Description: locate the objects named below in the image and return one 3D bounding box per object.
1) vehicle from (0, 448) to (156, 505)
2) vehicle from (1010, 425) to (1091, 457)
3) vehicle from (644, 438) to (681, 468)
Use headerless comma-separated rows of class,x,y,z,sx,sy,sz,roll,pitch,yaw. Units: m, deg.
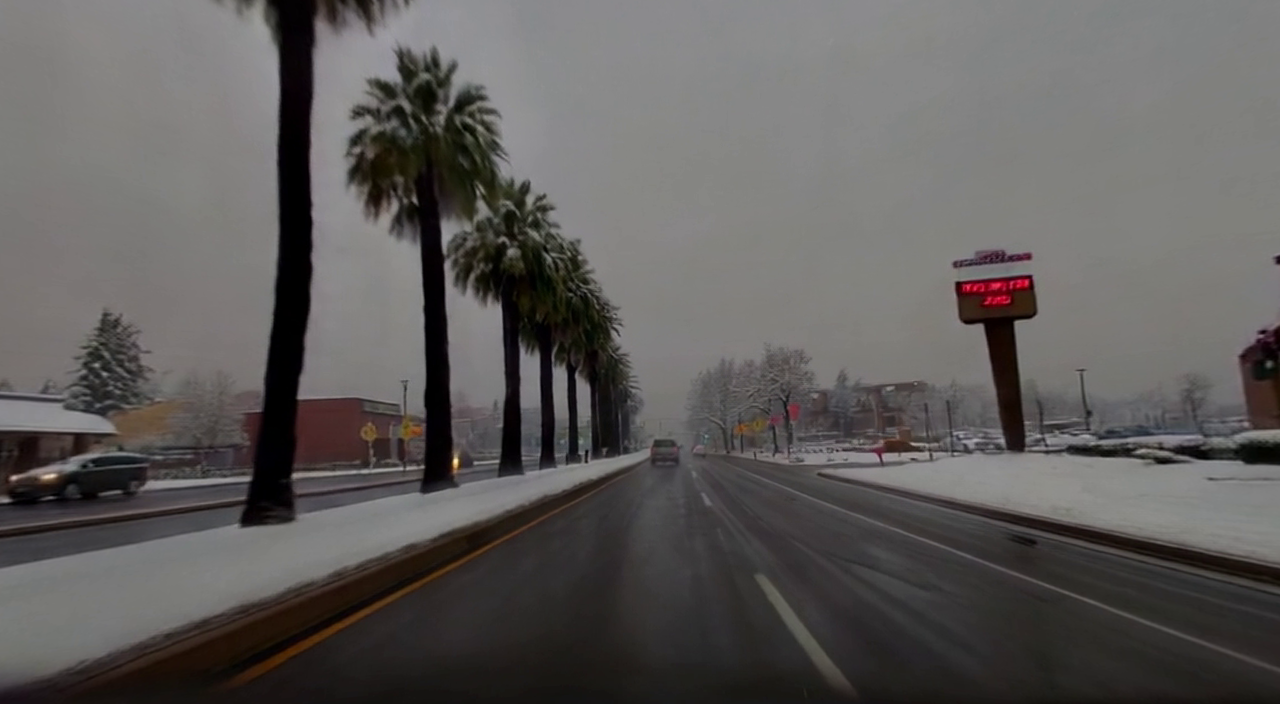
vehicle,-21.819,4.717,24.438,2.294,1.935,4.783,0,-9,1
vehicle,25.540,5.593,39.535,2.194,1.840,4.659,-1,-9,5
vehicle,1.421,6.231,39.030,2.147,1.745,4.648,-1,-9,3
